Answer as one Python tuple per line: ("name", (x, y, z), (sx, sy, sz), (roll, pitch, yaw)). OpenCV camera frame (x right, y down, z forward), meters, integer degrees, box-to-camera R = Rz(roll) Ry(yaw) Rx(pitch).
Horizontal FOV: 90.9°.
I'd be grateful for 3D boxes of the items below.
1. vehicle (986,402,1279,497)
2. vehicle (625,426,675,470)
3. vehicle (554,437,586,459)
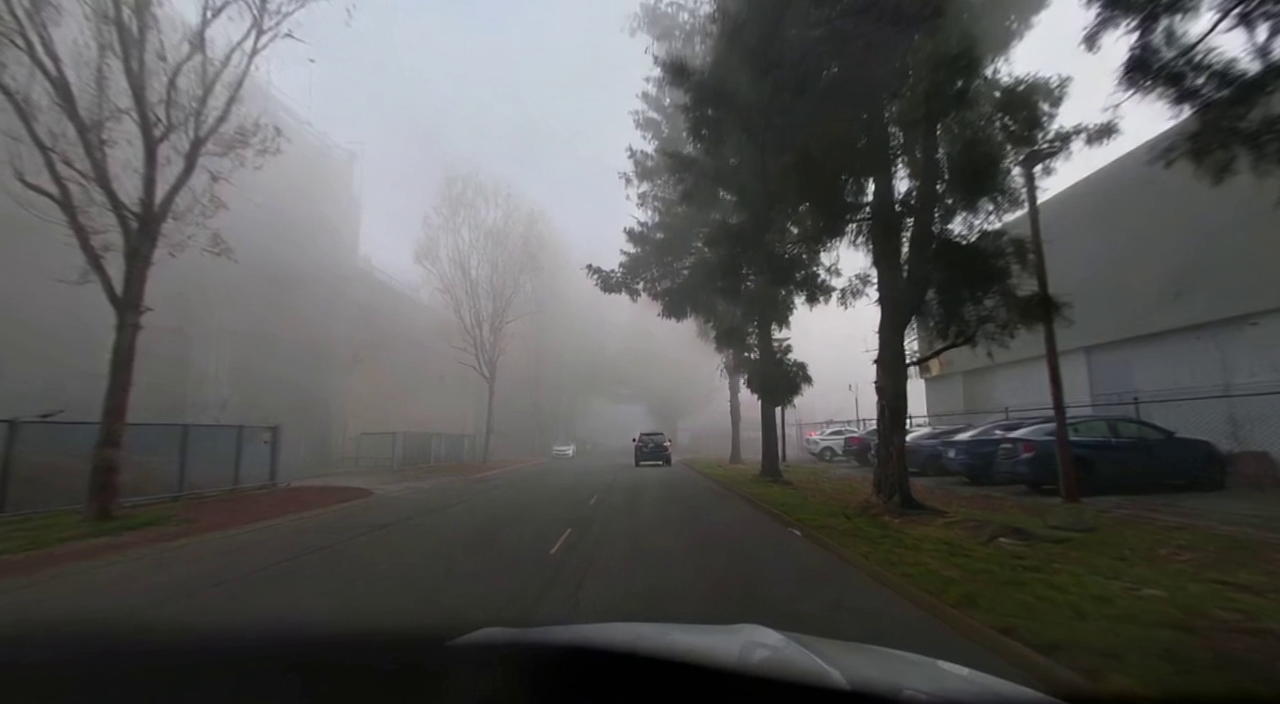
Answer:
("vehicle", (9.269, 1.827, 11.997), (4.164, 1.640, 1.953), (0, -8, 3))
("vehicle", (0.491, 4.443, 29.485), (2.152, 1.874, 4.042), (0, -8, 1))
("vehicle", (-5.438, 7.533, 49.361), (1.938, 1.500, 4.130), (-3, -9, -1))
